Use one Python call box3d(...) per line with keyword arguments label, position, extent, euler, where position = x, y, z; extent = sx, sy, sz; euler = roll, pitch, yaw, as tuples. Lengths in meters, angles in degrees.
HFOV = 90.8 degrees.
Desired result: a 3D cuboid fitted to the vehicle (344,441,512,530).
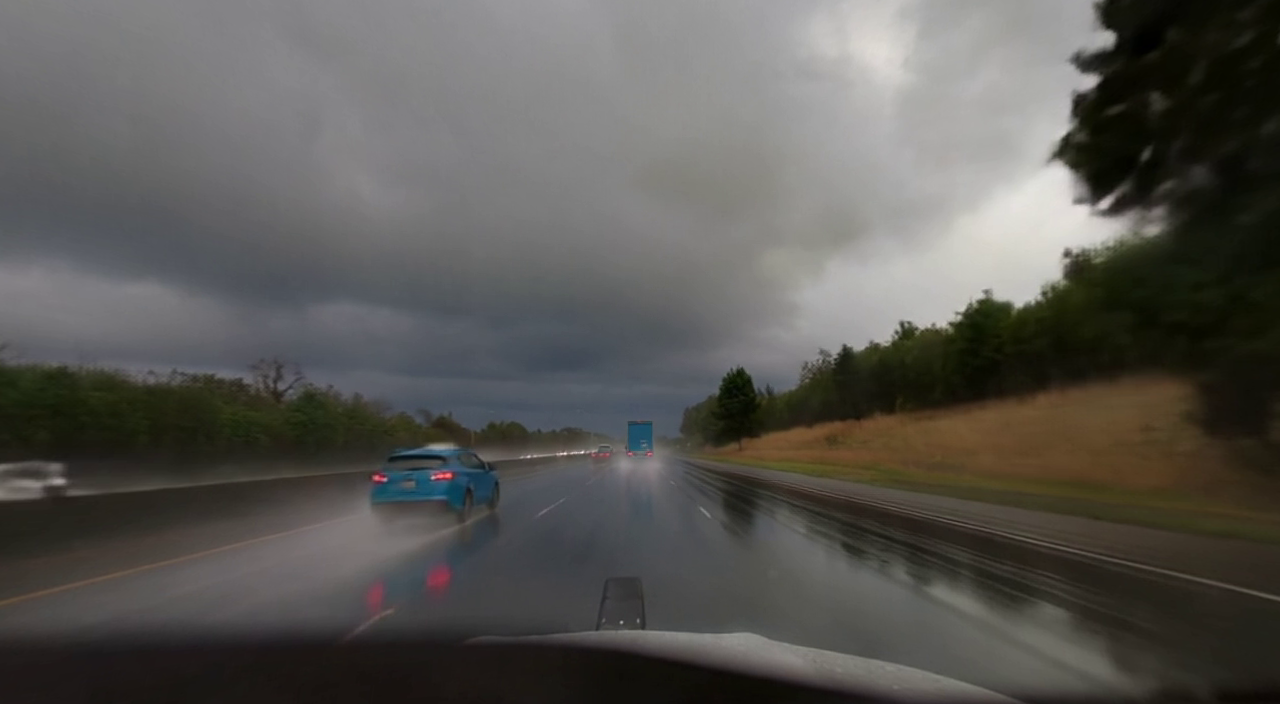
box3d(label="vehicle", position=(-4.142, 2.661, 13.170), extent=(2.051, 1.537, 4.111), euler=(0, -9, 0))
